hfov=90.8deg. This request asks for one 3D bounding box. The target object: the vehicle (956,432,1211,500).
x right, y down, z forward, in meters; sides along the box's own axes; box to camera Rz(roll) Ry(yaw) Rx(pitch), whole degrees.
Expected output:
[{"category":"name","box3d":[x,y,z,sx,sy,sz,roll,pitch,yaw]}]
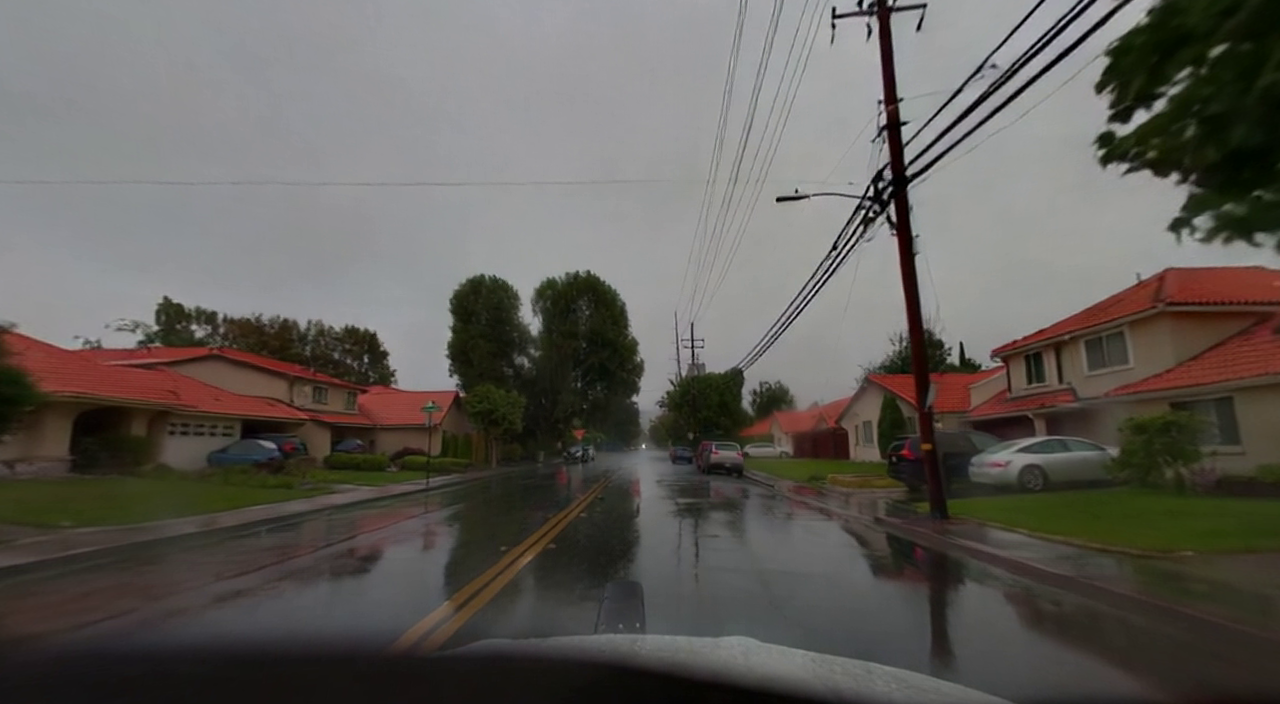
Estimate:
[{"category":"vehicle","box3d":[10.546,2.730,15.333,4.625,1.501,2.011,0,-8,1]}]

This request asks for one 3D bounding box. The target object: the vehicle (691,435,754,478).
[{"category":"vehicle","box3d":[3.889,5.048,30.814,2.114,1.858,5.144,0,-8,-3]}]

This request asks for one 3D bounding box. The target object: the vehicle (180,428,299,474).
[{"category":"vehicle","box3d":[-17.608,4.386,28.166,2.034,1.829,5.161,0,-9,-1]}]

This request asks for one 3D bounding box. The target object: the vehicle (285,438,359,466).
[{"category":"vehicle","box3d":[-21.181,6.694,42.413,2.139,1.746,5.099,-1,-9,3]}]
